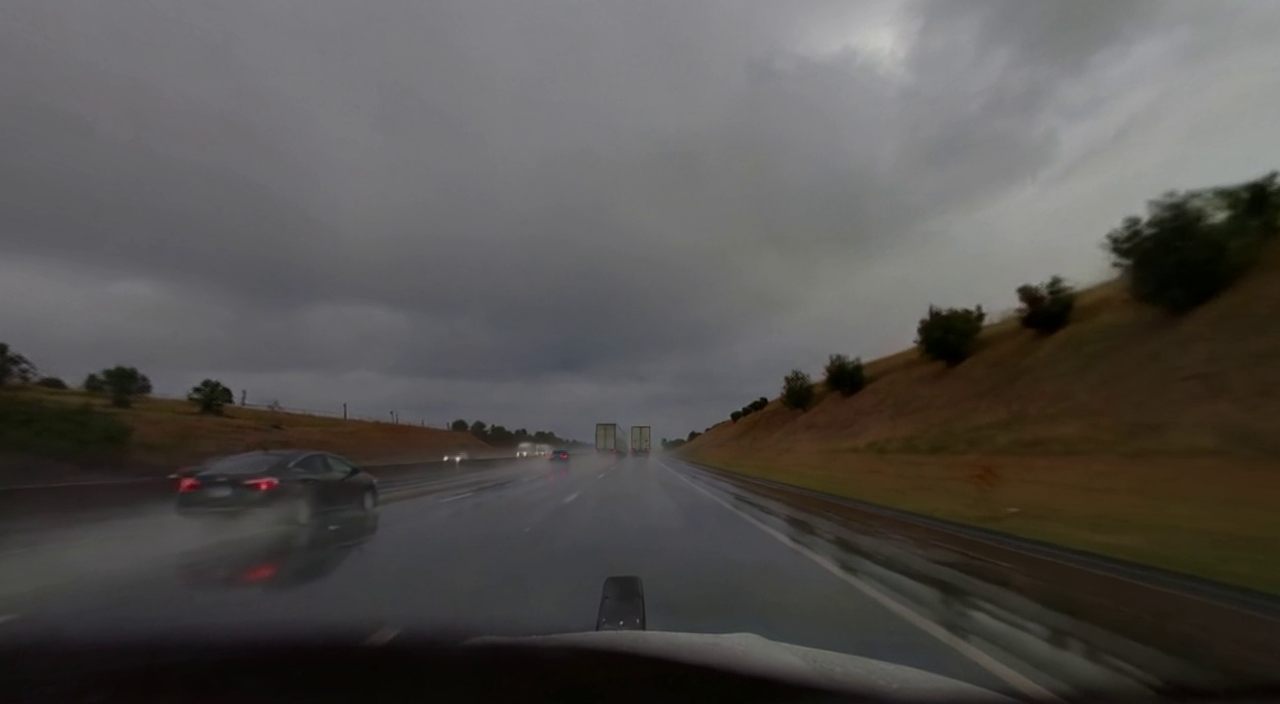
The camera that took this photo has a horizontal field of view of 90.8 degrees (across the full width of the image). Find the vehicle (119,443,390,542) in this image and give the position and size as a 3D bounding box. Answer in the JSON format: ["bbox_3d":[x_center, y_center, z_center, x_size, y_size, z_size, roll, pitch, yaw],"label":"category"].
[{"bbox_3d":[-6.850,2.532,12.120,2.036,1.474,5.011,0,-9,0],"label":"vehicle"}]
